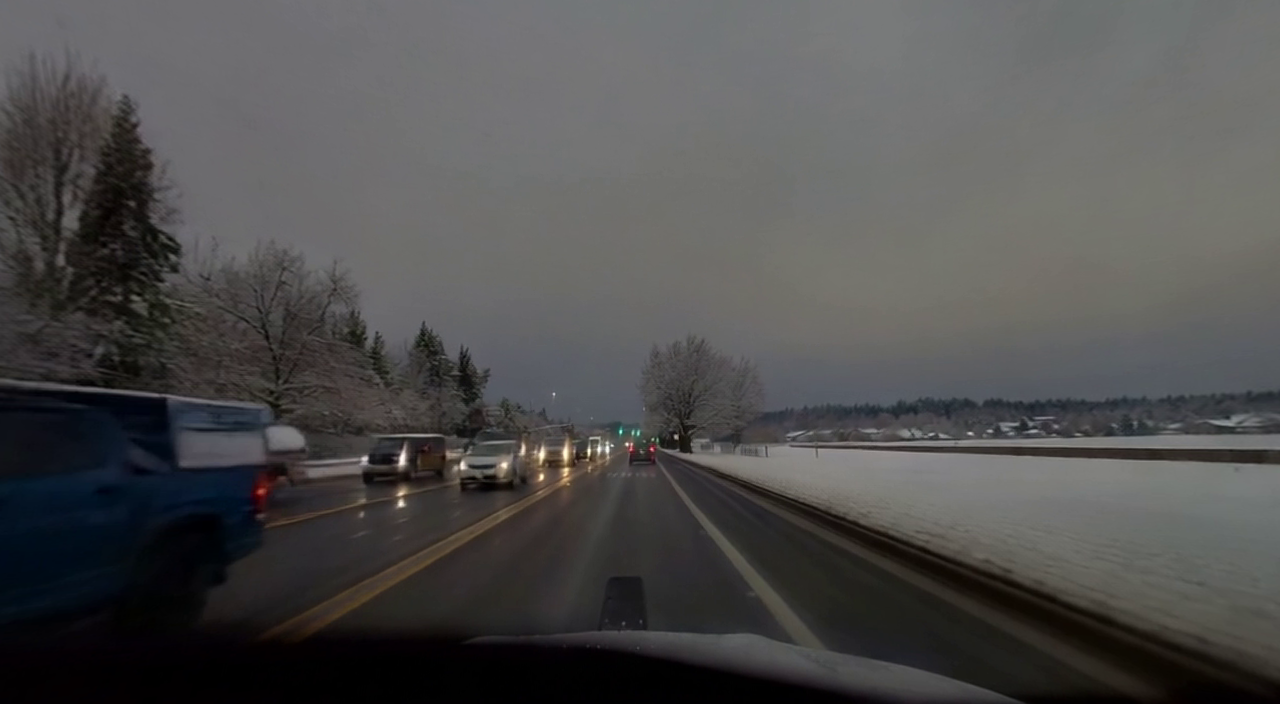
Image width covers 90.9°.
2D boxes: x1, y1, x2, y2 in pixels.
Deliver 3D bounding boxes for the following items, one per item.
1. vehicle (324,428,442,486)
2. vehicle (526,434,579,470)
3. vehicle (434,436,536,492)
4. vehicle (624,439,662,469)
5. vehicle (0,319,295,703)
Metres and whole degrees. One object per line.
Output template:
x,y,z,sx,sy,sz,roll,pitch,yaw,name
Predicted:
-8.369,3.456,21.055,1.959,1.668,4.557,0,-8,1,vehicle
-4.480,5.215,33.099,2.042,1.713,4.493,-1,-8,2,vehicle
-4.520,3.317,19.084,2.068,1.480,4.039,0,-8,0,vehicle
0.157,5.362,33.204,1.875,1.453,3.888,0,-8,0,vehicle
-4.013,0.754,2.585,2.242,1.852,5.201,0,-8,0,vehicle
